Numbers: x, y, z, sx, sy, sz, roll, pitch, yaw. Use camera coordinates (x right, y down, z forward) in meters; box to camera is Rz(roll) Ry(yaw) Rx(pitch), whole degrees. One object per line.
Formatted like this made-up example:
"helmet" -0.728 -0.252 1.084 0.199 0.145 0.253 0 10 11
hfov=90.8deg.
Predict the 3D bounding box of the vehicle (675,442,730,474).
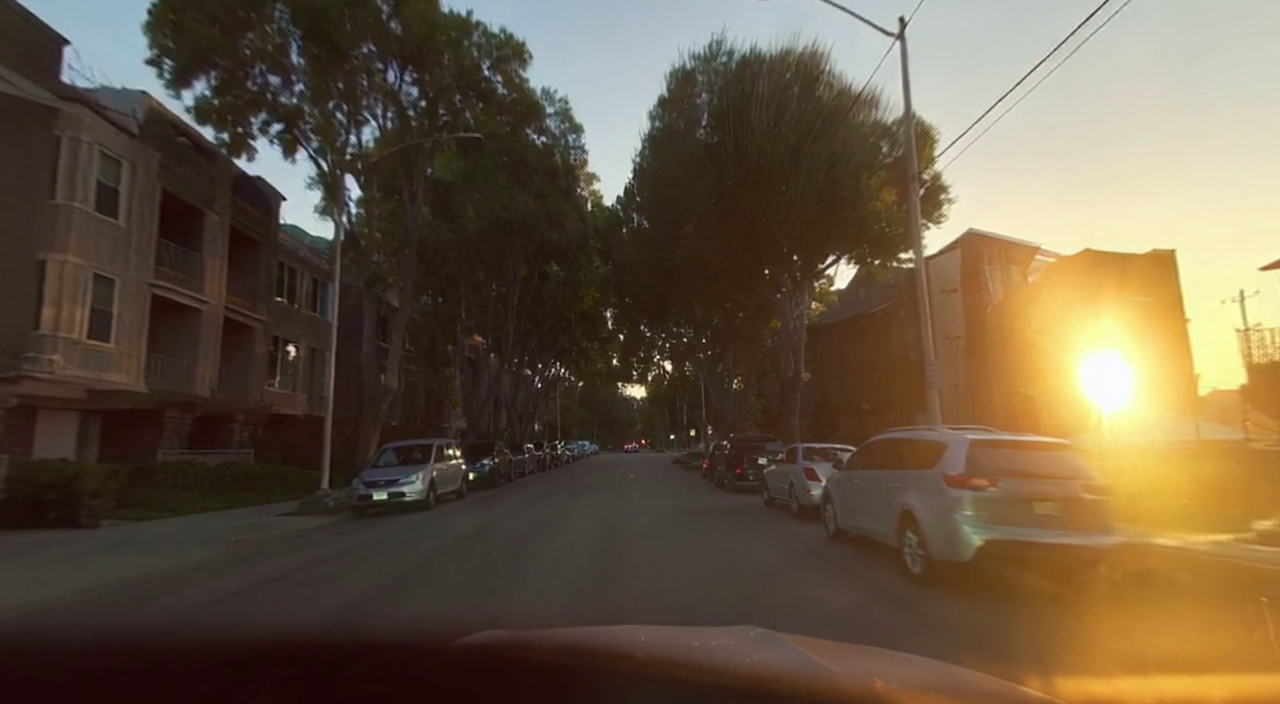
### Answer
"vehicle" 3.150 5.446 32.680 2.007 1.545 4.562 1 -9 -5

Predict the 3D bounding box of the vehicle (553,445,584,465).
"vehicle" -5.618 8.120 49.988 2.049 1.496 4.598 -1 -8 -2

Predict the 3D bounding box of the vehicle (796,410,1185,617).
"vehicle" 3.438 1.658 7.496 1.964 1.646 4.543 1 -9 -1

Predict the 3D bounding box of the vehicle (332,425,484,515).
"vehicle" -5.462 2.837 15.692 2.069 1.881 4.697 0 -9 -2

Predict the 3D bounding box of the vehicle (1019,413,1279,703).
"vehicle" 3.609 0.917 2.022 1.886 1.493 4.646 0 -9 0
